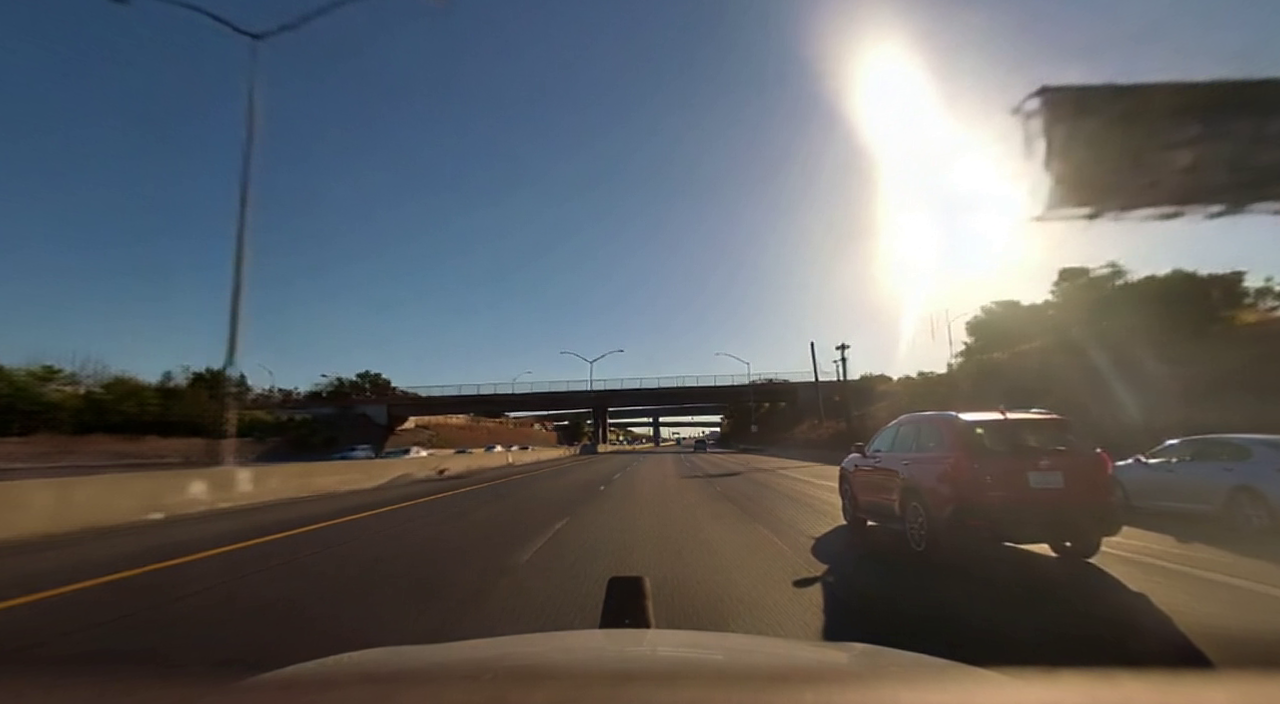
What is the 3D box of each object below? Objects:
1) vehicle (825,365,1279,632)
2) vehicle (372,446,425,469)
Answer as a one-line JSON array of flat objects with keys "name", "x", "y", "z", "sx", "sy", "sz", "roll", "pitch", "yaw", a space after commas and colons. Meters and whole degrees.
[{"name": "vehicle", "x": 3.591, "y": 1.281, "z": 6.459, "sx": 2.019, "sy": 1.732, "sz": 4.579, "roll": 0, "pitch": -8, "yaw": 1}, {"name": "vehicle", "x": -16.569, "y": 7.243, "z": 43.435, "sx": 1.806, "sy": 1.484, "sz": 4.367, "roll": -1, "pitch": -8, "yaw": 2}]
